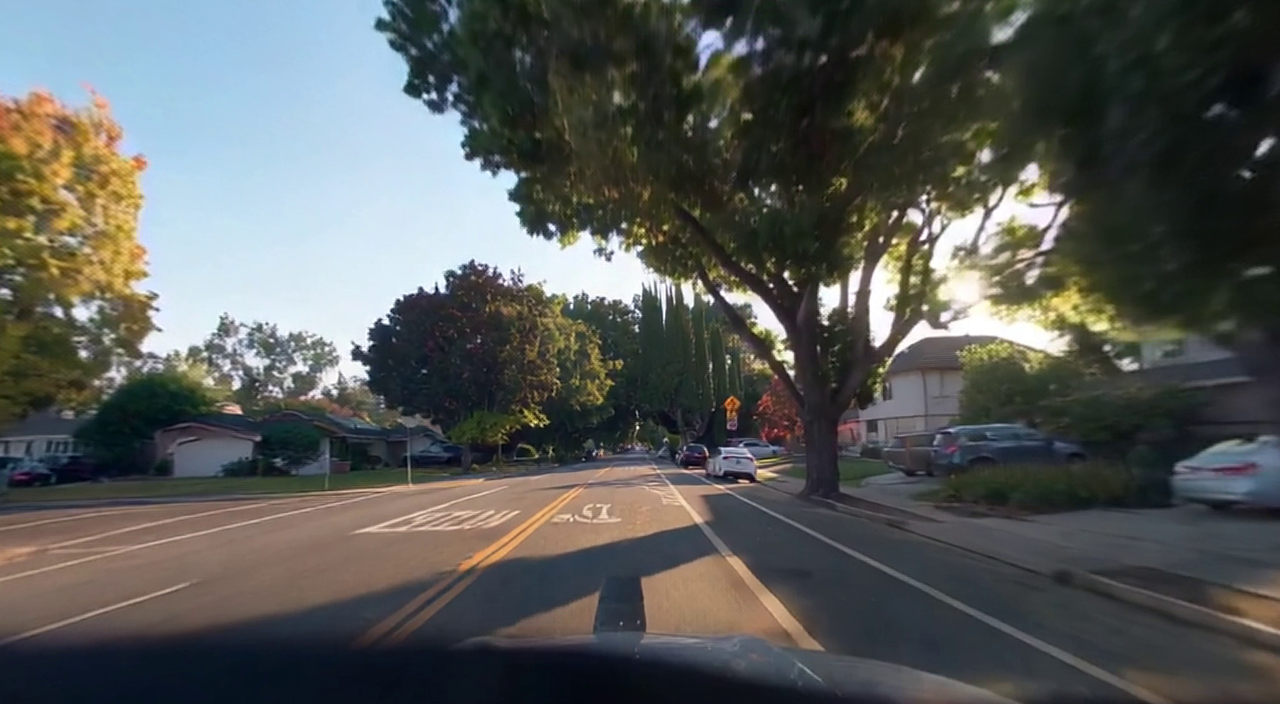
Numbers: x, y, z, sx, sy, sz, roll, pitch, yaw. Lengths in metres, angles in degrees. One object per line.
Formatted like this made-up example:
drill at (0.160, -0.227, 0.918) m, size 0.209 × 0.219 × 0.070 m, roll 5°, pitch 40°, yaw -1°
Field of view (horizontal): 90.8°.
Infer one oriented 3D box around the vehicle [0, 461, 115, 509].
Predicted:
vehicle at (-21.567, 4.535, 21.783) m, size 5.074 × 1.511 × 1.978 m, roll 0°, pitch -9°, yaw 0°

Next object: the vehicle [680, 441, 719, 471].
vehicle at (3.852, 6.789, 41.393) m, size 2.032 × 1.792 × 4.849 m, roll 0°, pitch -9°, yaw -1°

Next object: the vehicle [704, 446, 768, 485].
vehicle at (3.906, 4.697, 26.421) m, size 1.940 × 1.470 × 4.101 m, roll 0°, pitch -9°, yaw -1°

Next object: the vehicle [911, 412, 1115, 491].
vehicle at (10.935, 2.942, 18.850) m, size 4.459 × 1.696 × 2.361 m, roll -6°, pitch -8°, yaw -1°

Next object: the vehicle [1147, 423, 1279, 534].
vehicle at (11.070, 1.845, 9.967) m, size 4.493 × 1.493 × 1.926 m, roll -3°, pitch -9°, yaw -3°
